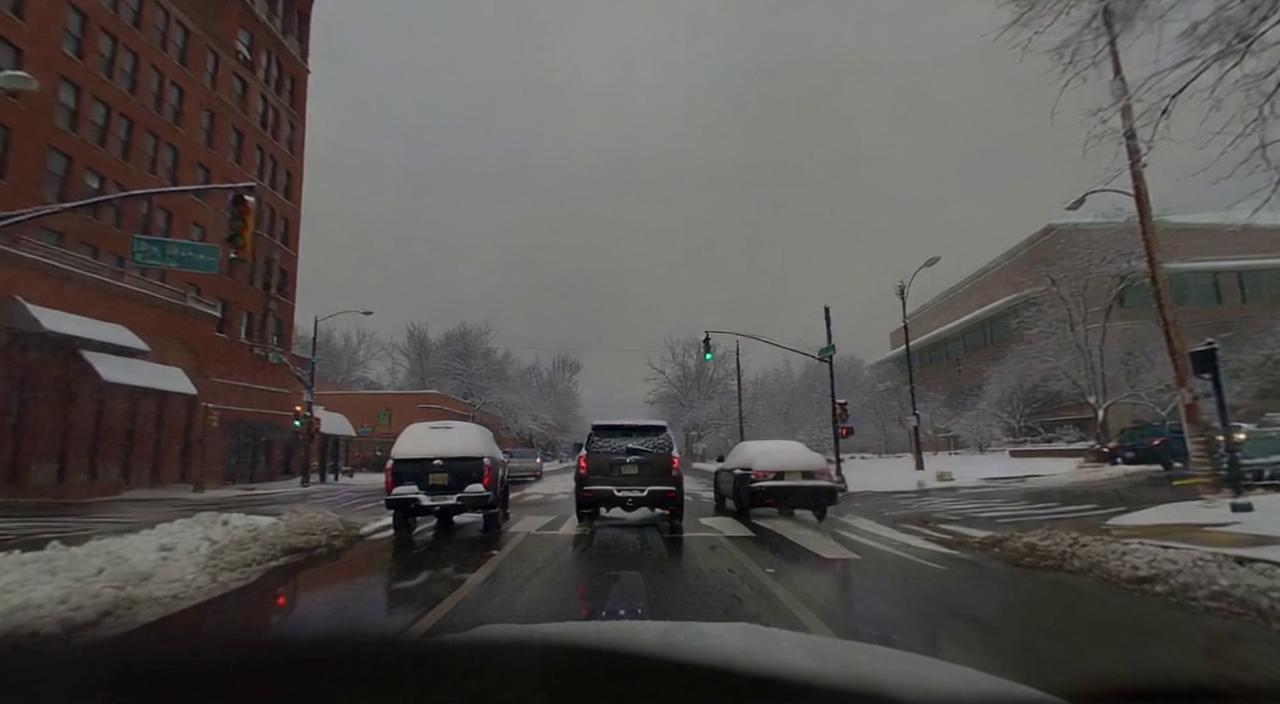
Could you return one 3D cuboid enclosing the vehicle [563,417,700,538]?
[{"bbox_3d":[-0.183,2.265,12.045,2.105,1.842,4.537,0,-8,-1],"label":"vehicle"}]

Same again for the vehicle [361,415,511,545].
[{"bbox_3d":[-3.352,2.142,11.233,1.855,1.812,4.244,1,-9,-9],"label":"vehicle"}]

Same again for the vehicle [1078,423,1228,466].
[{"bbox_3d":[20.822,3.784,25.782,4.355,1.663,1.948,0,-8,0],"label":"vehicle"}]

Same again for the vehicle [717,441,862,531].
[{"bbox_3d":[2.741,2.539,12.597,1.852,1.462,4.155,0,-8,0],"label":"vehicle"}]

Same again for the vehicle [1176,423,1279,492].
[{"bbox_3d":[17.356,2.829,16.816,4.547,1.720,1.624,0,-12,-1],"label":"vehicle"}]
